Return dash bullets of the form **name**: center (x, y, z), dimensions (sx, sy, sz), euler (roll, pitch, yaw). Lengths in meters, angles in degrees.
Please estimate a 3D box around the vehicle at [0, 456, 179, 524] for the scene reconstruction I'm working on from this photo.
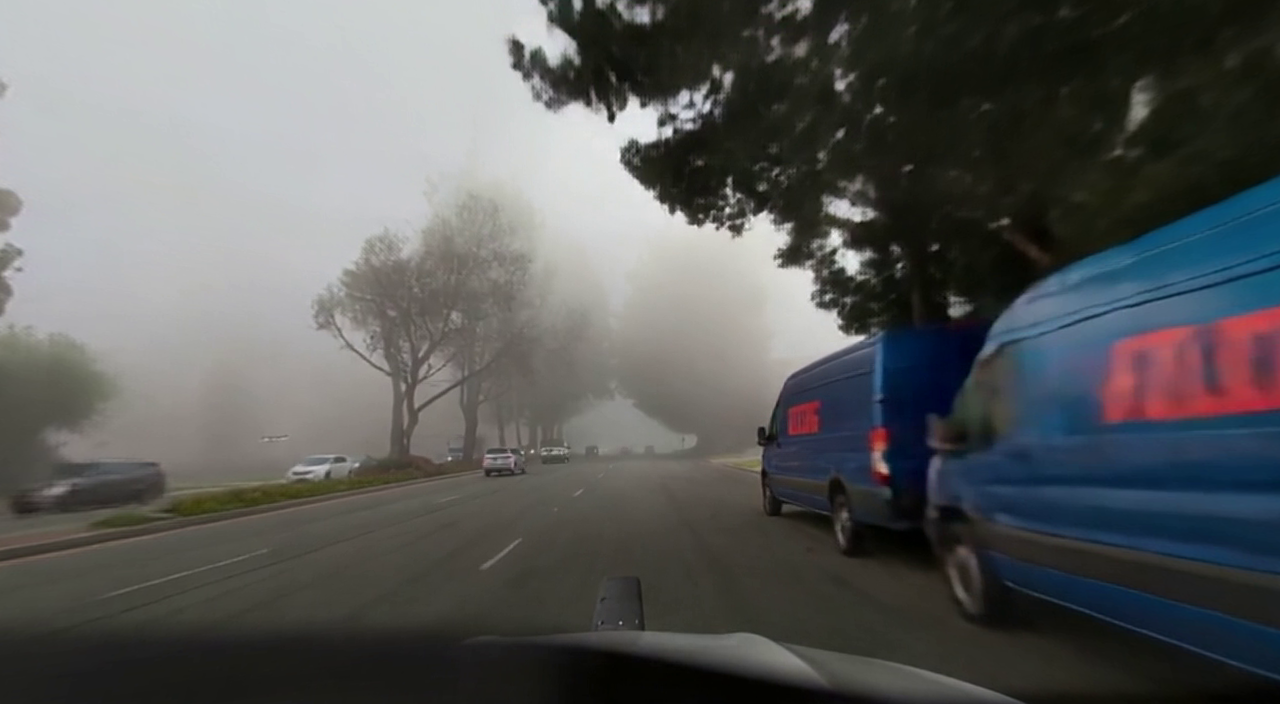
- **vehicle**: center (-14.878, 3.536, 16.742), dimensions (1.842, 1.472, 4.639), euler (0, -9, -1)

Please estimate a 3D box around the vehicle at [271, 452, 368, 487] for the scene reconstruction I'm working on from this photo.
- **vehicle**: center (-14.745, 5.404, 29.421), dimensions (2.031, 1.466, 4.592), euler (0, -9, 1)

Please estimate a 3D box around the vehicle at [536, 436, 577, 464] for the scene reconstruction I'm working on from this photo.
- **vehicle**: center (-6.336, 7.554, 48.752), dimensions (2.332, 2.039, 5.678), euler (0, -9, 1)

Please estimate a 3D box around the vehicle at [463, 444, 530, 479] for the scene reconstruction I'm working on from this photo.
- **vehicle**: center (-6.514, 4.999, 29.200), dimensions (1.970, 1.456, 4.441), euler (0, -9, 1)

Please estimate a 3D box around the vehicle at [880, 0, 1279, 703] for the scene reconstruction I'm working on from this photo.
- **vehicle**: center (3.590, 0.386, 3.250), dimensions (2.791, 3.026, 4.668), euler (0, -9, 0)
